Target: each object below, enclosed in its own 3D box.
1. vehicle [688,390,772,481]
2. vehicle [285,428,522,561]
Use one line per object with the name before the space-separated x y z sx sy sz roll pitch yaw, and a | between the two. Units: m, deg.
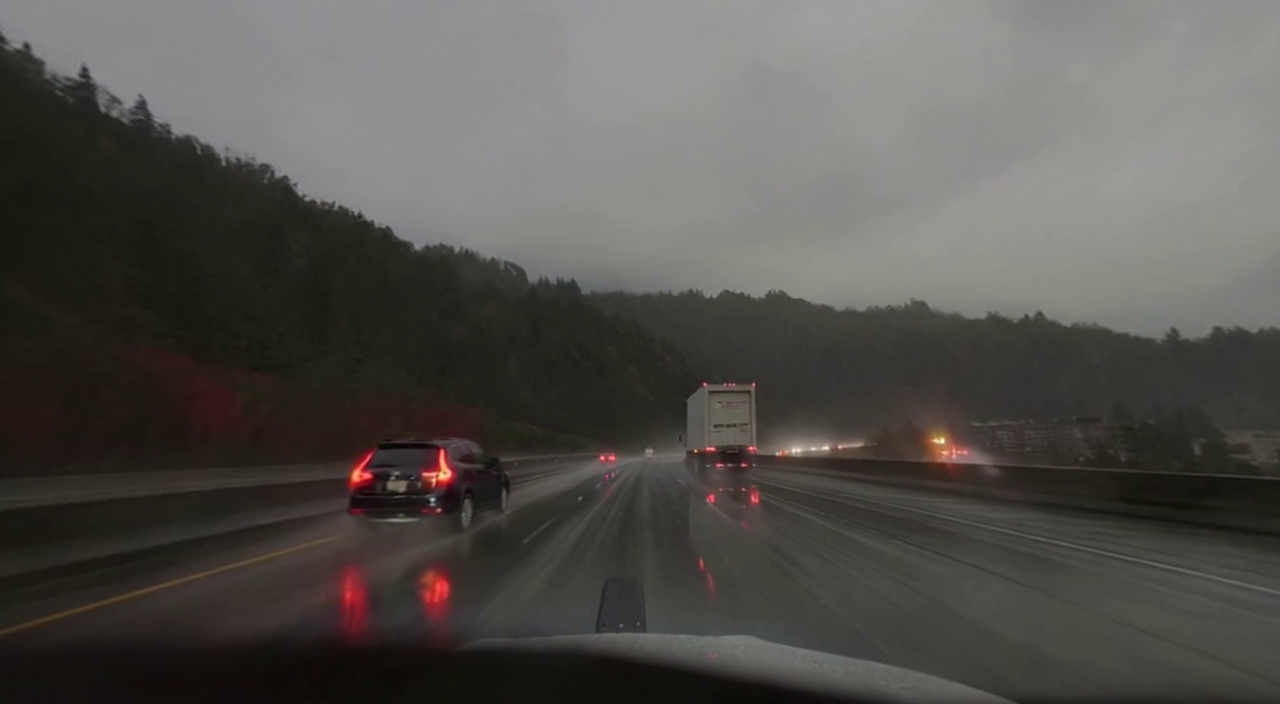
vehicle | 4.056 4.000 29.983 3.016 3.891 5.767 0 -9 -1
vehicle | -3.169 1.999 9.499 1.944 1.548 4.051 0 -9 1
